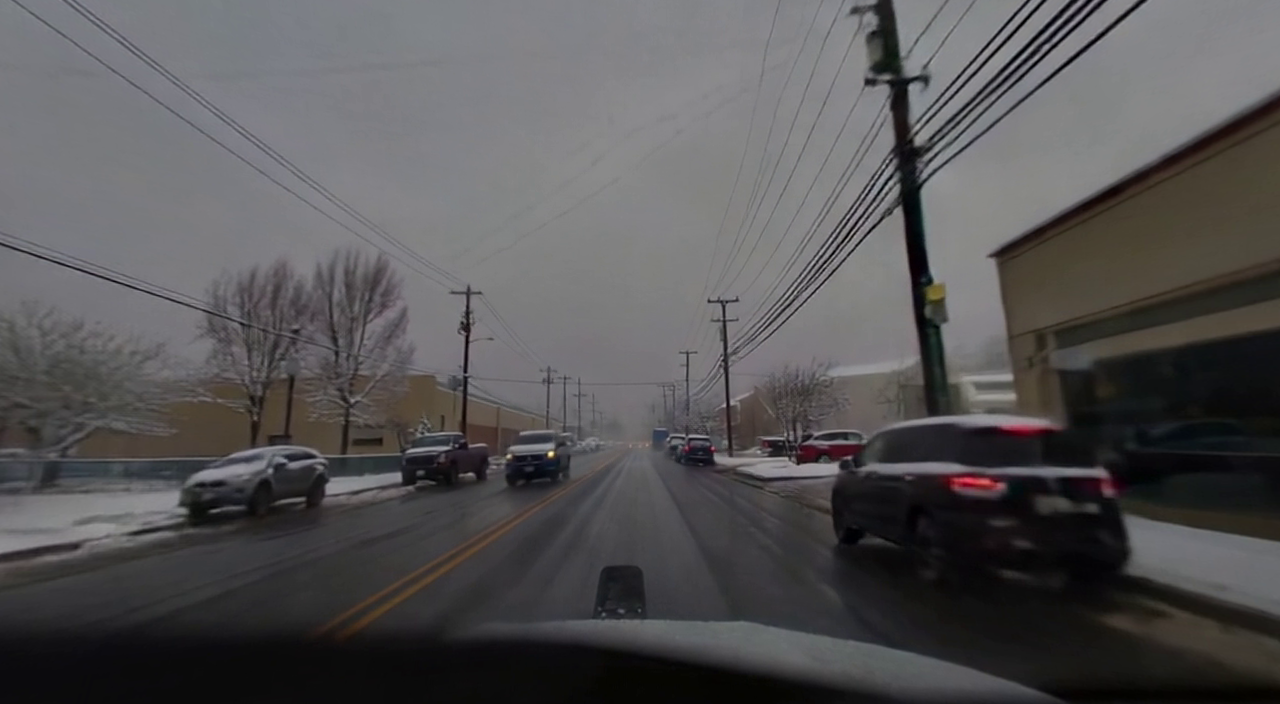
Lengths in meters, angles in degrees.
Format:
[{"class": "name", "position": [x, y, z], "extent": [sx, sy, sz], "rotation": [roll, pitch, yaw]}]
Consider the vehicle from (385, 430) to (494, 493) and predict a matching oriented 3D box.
[{"class": "vehicle", "position": [-8.044, 4.419, 26.164], "extent": [2.530, 2.110, 6.445], "rotation": [-3, -8, -1]}]

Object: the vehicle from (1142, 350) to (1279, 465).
[{"class": "vehicle", "position": [24.953, 2.001, 22.713], "extent": [11.030, 3.852, 2.886], "rotation": [-1, -9, 0]}]

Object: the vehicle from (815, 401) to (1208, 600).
[{"class": "vehicle", "position": [3.913, 1.643, 7.911], "extent": [2.092, 1.730, 4.595], "rotation": [0, -8, 0]}]

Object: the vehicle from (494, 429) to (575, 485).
[{"class": "vehicle", "position": [-3.839, 3.937, 23.912], "extent": [2.229, 1.889, 4.816], "rotation": [0, -8, 0]}]

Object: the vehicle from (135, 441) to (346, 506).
[{"class": "vehicle", "position": [-11.536, 3.516, 18.765], "extent": [4.936, 1.703, 1.959], "rotation": [3, -9, -23]}]

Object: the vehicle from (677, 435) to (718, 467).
[{"class": "vehicle", "position": [3.753, 6.640, 42.541], "extent": [2.333, 1.967, 6.008], "rotation": [0, -8, 1]}]
